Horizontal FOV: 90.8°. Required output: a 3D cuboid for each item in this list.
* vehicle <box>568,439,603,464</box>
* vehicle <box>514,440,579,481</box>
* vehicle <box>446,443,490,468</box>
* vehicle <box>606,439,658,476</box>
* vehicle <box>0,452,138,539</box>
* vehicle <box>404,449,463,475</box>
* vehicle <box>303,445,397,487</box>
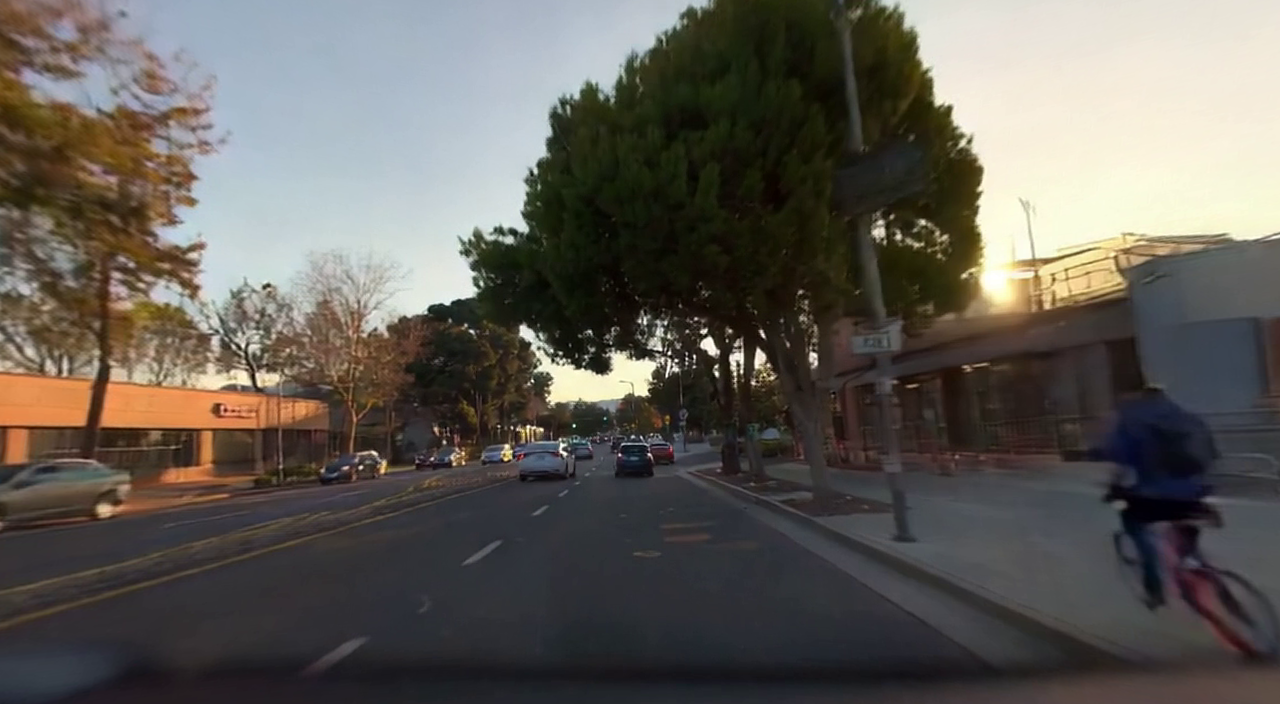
[{"bbox_3d":[-3.497,6.486,41.253,1.887,1.517,4.254,0,-8,1],"label":"vehicle"},{"bbox_3d":[-3.562,4.220,24.847,1.921,1.477,4.083,0,-8,0],"label":"vehicle"},{"bbox_3d":[-12.505,7.561,46.202,1.986,1.712,4.399,0,-8,1],"label":"vehicle"},{"bbox_3d":[-0.380,4.563,27.570,2.085,1.475,3.976,0,-8,-2],"label":"vehicle"},{"bbox_3d":[-13.577,3.071,13.609,1.936,1.656,4.284,-3,-8,1],"label":"vehicle"},{"bbox_3d":[-12.515,6.667,38.631,1.909,1.462,4.608,-1,-8,3],"label":"vehicle"},{"bbox_3d":[-13.078,5.130,28.881,1.999,1.755,4.518,-1,-8,2],"label":"vehicle"}]
